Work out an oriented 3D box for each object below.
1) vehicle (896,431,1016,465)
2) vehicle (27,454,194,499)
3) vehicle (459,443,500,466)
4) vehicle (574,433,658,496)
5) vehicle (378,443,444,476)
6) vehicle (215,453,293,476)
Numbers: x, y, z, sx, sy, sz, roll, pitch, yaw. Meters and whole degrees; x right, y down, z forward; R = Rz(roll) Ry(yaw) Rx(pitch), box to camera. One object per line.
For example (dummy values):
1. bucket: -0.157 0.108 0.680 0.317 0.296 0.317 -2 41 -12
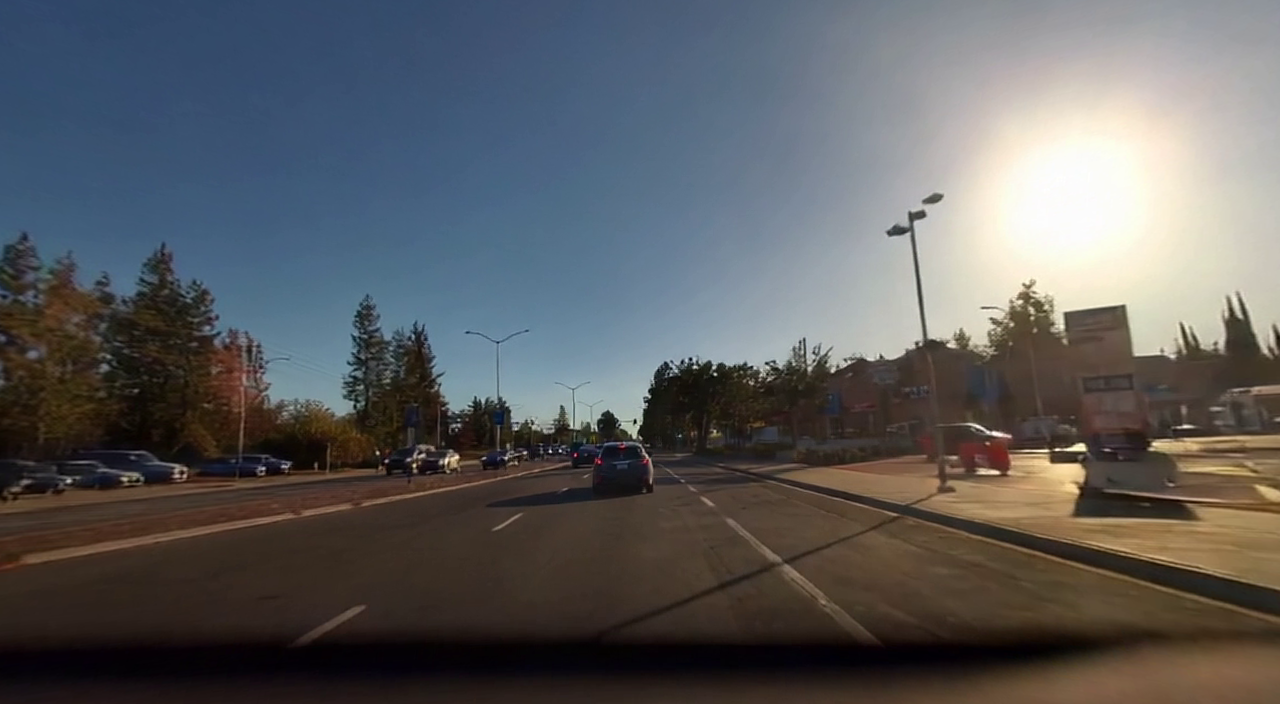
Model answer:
1. vehicle: 15.475 4.730 31.048 4.812 1.549 2.015 0 -8 0
2. vehicle: -23.975 5.593 28.832 2.053 1.738 5.352 -4 -9 25
3. vehicle: -12.445 7.963 49.005 1.956 1.697 4.380 0 -8 1
4. vehicle: -0.595 3.092 17.643 2.062 1.519 4.214 1 -8 0
5. vehicle: -12.700 5.956 35.199 1.943 1.668 4.331 0 -9 1
6. vehicle: -30.542 8.886 49.925 2.099 1.565 4.767 -6 -10 35
